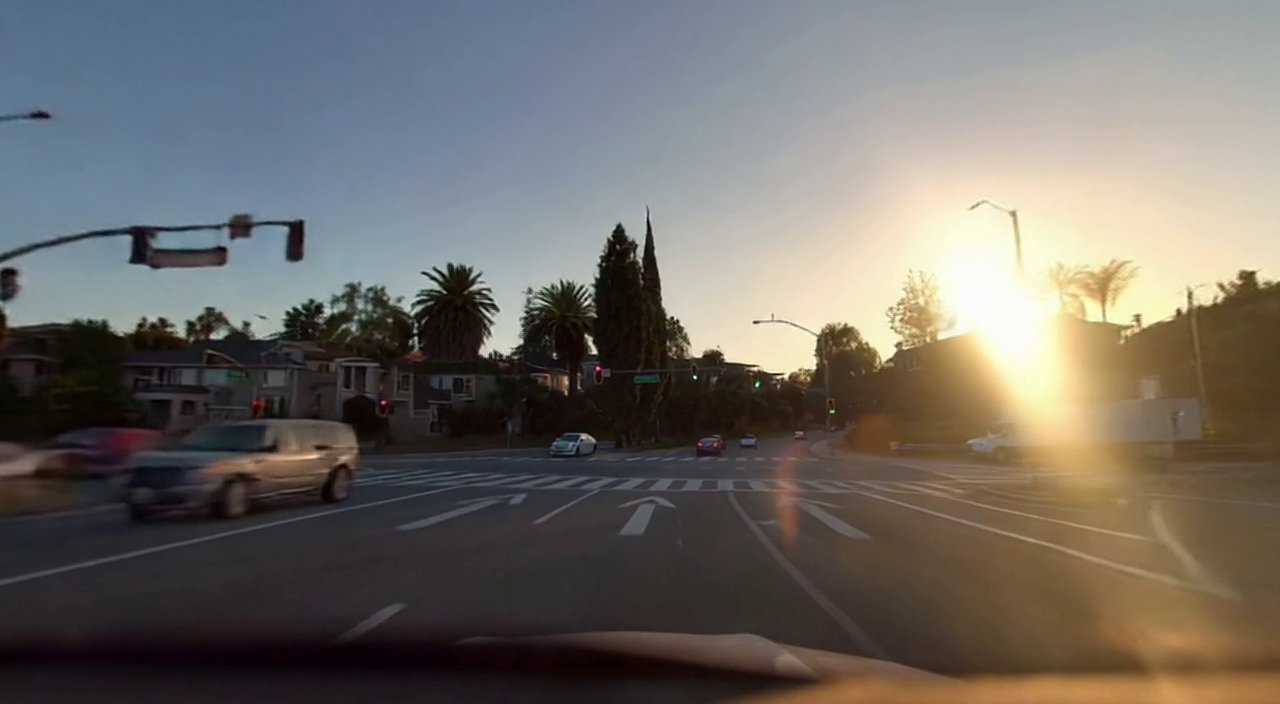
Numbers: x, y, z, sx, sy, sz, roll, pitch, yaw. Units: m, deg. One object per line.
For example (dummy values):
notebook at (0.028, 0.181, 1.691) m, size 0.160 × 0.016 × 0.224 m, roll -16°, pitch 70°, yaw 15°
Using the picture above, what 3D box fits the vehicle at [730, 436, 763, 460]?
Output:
vehicle at (7.914, 7.140, 47.067) m, size 2.255 × 1.708 × 4.328 m, roll -2°, pitch -9°, yaw 10°

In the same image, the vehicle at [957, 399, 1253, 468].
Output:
vehicle at (24.435, 4.424, 33.958) m, size 12.701 × 3.428 × 3.061 m, roll -1°, pitch -9°, yaw 6°

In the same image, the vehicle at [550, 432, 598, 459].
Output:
vehicle at (-4.911, 7.073, 47.560) m, size 2.296 × 1.798 × 5.303 m, roll -4°, pitch -9°, yaw 7°

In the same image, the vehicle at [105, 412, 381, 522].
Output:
vehicle at (-7.126, 2.128, 12.150) m, size 2.010 × 1.686 × 4.653 m, roll -1°, pitch -9°, yaw 4°
